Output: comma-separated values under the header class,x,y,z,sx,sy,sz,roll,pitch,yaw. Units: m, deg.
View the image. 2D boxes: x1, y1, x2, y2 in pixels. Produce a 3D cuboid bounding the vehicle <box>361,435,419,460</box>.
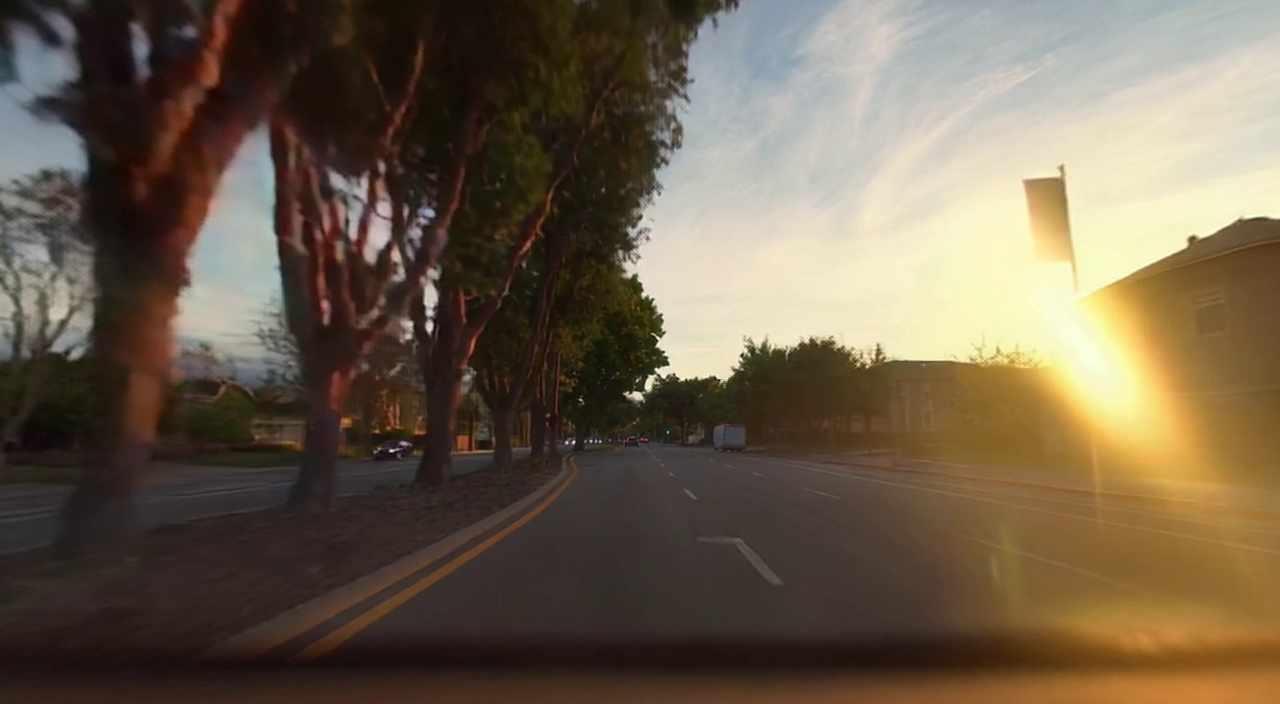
class,x,y,z,sx,sy,sz,roll,pitch,yaw
vehicle,-19.619,7.564,49.911,2.146,1.848,5.680,0,-9,2
